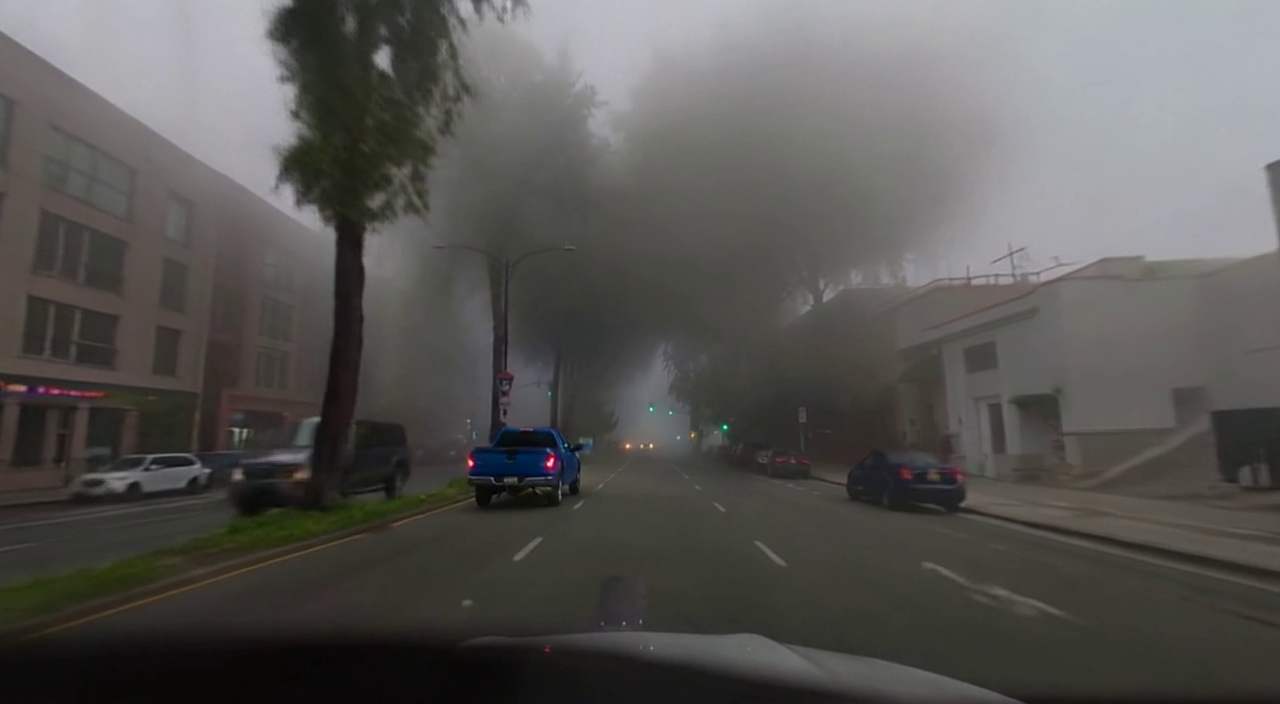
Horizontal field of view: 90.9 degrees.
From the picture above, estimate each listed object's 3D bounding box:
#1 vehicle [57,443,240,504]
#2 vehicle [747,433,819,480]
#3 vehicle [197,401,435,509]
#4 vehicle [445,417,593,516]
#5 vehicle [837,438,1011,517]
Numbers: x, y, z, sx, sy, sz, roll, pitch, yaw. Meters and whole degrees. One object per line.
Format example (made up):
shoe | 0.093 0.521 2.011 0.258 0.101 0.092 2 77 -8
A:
vehicle | -16.190 3.993 21.248 2.030 1.801 5.036 0 -9 0
vehicle | 6.133 4.546 27.686 2.043 1.841 4.842 0 -9 1
vehicle | -7.128 2.400 14.963 2.462 2.027 5.808 0 -9 1
vehicle | -2.423 2.512 14.305 2.197 1.786 5.365 0 -9 1
vehicle | 6.129 2.744 14.248 1.988 1.514 3.962 0 -9 -1
